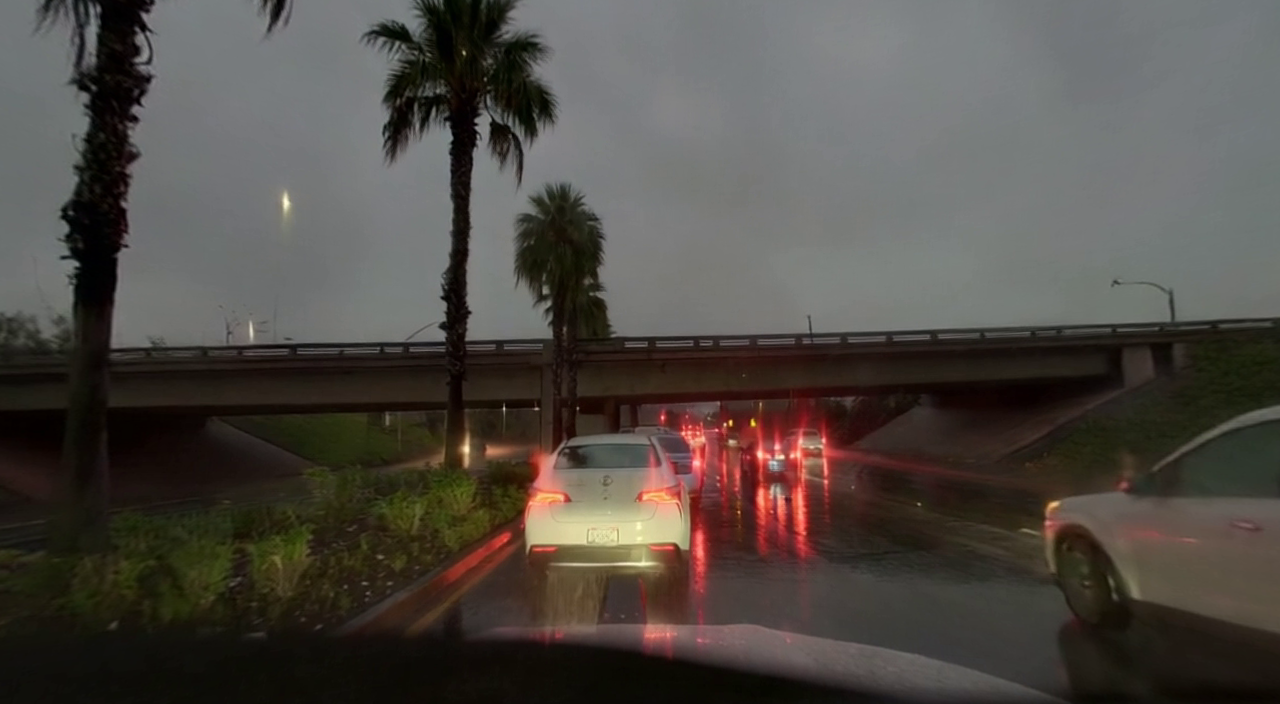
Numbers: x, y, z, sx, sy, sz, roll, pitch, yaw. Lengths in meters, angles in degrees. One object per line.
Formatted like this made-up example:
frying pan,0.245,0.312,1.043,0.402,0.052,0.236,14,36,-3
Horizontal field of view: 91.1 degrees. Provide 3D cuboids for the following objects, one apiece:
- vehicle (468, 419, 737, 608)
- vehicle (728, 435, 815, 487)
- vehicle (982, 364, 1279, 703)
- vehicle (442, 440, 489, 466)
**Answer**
vehicle,-0.249,1.604,7.155,2.172,1.506,4.018,0,-8,2
vehicle,4.197,3.562,20.901,2.034,1.517,4.840,0,-8,2
vehicle,4.021,0.890,3.026,2.149,1.609,4.807,0,-8,2
vehicle,-12.190,7.087,44.233,2.084,1.704,4.485,0,-8,-1
